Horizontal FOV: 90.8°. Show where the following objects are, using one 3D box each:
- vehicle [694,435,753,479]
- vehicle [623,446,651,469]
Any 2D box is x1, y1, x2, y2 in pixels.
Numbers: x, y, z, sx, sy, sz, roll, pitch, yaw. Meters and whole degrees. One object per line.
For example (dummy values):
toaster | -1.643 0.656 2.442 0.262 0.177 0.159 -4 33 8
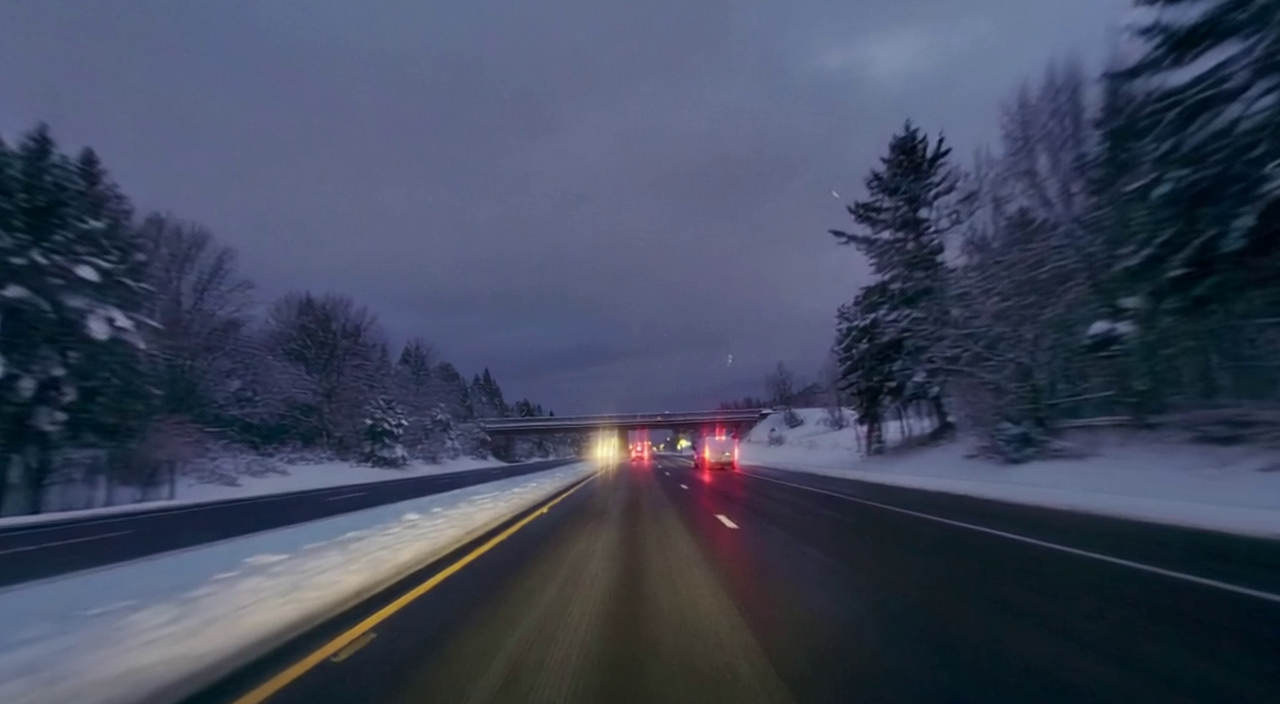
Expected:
vehicle | 4.067 5.220 31.665 2.152 1.998 5.380 0 -9 -1
vehicle | -0.184 7.805 46.656 2.013 1.584 3.995 0 -9 0
